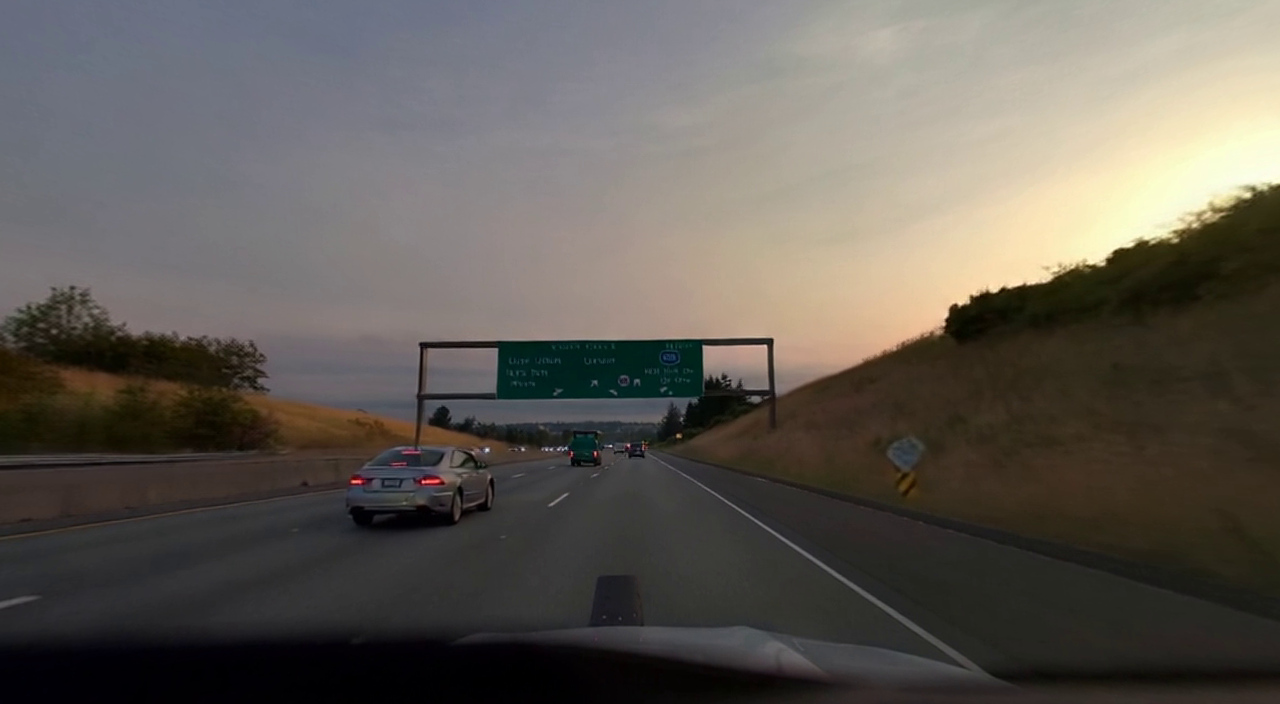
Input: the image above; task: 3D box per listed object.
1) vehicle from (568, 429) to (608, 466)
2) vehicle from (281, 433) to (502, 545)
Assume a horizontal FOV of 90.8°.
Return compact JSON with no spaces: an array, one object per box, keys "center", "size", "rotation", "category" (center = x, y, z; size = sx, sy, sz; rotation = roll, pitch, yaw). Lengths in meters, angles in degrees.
[{"center":[-3.649,6.854,45.132],"size":[2.290,2.453,5.561],"rotation":[0,-9,1],"category":"vehicle"},{"center":[-3.662,2.086,10.198],"size":[1.924,1.436,3.915],"rotation":[0,-9,1],"category":"vehicle"}]
